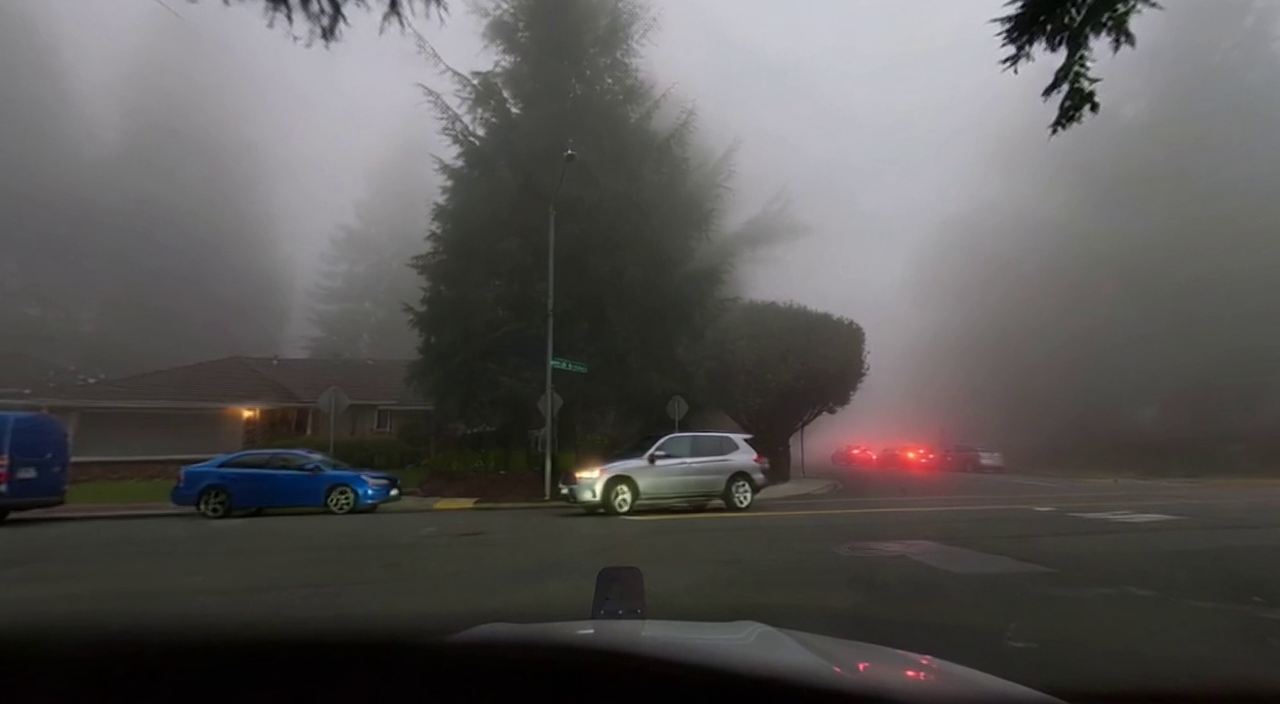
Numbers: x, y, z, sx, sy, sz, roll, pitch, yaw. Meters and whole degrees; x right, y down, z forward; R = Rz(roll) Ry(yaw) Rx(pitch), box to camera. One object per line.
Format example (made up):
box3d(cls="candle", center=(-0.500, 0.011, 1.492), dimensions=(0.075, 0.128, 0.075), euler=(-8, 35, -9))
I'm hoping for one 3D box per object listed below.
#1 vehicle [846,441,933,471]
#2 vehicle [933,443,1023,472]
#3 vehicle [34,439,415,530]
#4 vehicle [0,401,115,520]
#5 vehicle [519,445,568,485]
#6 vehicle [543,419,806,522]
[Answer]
box3d(cls="vehicle", center=(16.602, 6.892, 42.115), dimensions=(4.984, 1.912, 2.132), euler=(2, -9, -12))
box3d(cls="vehicle", center=(18.095, 5.617, 33.906), dimensions=(3.863, 1.453, 1.826), euler=(2, -8, -11))
box3d(cls="vehicle", center=(-8.947, 2.918, 14.619), dimensions=(6.643, 1.777, 2.925), euler=(2, -9, -12))
box3d(cls="vehicle", center=(-16.431, 2.384, 13.186), dimensions=(7.824, 2.323, 2.863), euler=(0, -11, -10))
box3d(cls="vehicle", center=(-3.962, 4.504, 25.482), dimensions=(1.648, 1.430, 3.654), euler=(4, -9, -12))
box3d(cls="vehicle", center=(0.655, 2.406, 13.264), dimensions=(5.047, 1.851, 2.103), euler=(2, -9, -16))
